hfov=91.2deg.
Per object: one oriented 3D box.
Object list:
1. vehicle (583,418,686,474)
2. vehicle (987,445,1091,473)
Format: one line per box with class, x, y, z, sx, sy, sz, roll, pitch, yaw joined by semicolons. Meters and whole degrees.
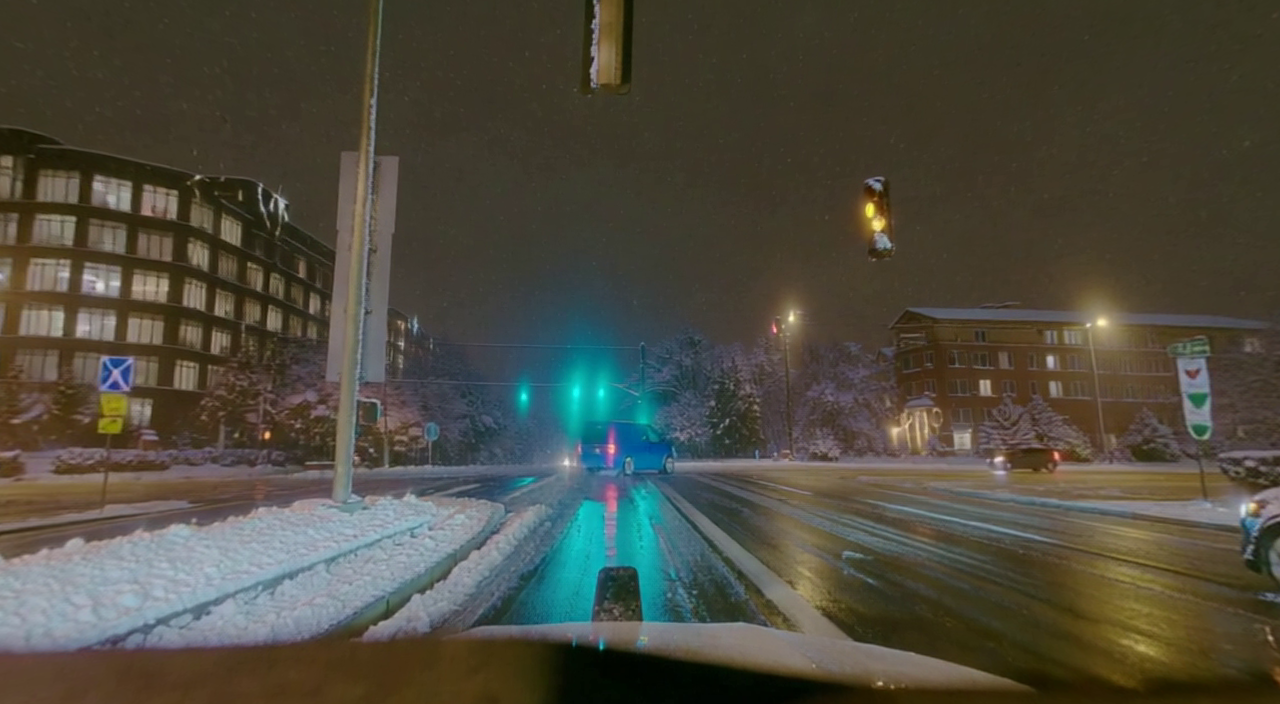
vehicle;-0.178;5.798;38.703;2.678;3.096;7.088;-7;-11;35
vehicle;23.271;6.265;36.708;4.736;1.542;1.966;0;-9;-2
